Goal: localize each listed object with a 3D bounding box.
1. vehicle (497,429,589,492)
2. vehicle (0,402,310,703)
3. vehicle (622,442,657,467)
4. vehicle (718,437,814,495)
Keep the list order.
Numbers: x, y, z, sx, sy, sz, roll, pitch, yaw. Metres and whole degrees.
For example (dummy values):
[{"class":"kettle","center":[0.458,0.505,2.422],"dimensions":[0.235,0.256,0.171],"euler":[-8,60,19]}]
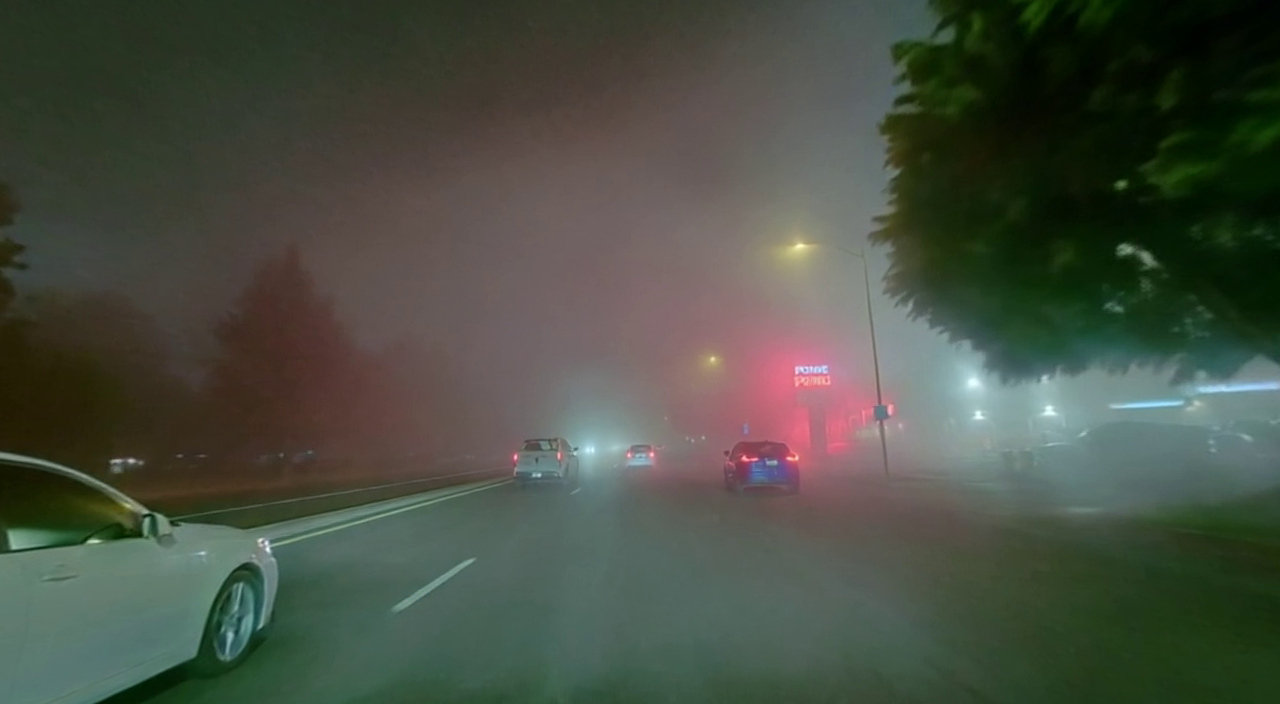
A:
[{"class":"vehicle","center":[-2.962,3.435,20.371],"dimensions":[2.193,1.788,4.603],"euler":[0,-8,1]},{"class":"vehicle","center":[-3.078,0.829,1.556],"dimensions":[1.956,1.460,4.802],"euler":[0,-8,0]},{"class":"vehicle","center":[-0.032,6.429,39.688],"dimensions":[2.069,1.445,3.965],"euler":[0,-8,0]},{"class":"vehicle","center":[3.589,3.328,18.801],"dimensions":[1.904,1.490,4.299],"euler":[0,-8,-1]}]
